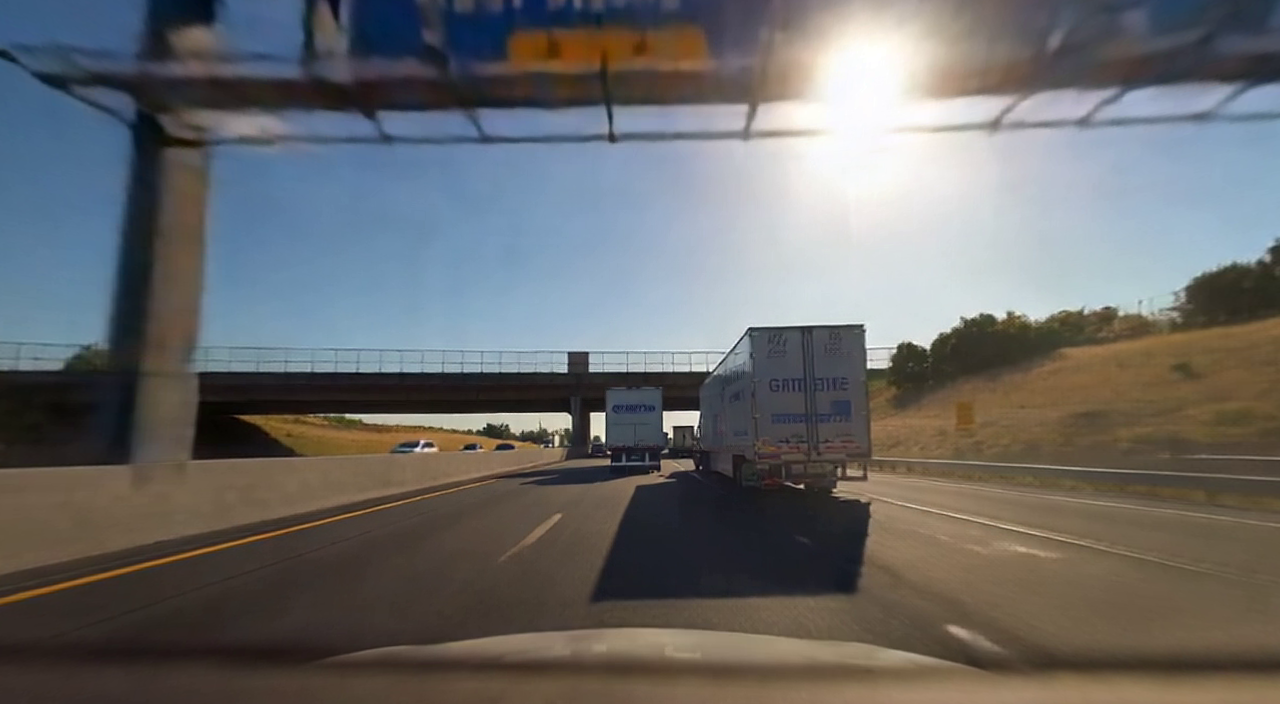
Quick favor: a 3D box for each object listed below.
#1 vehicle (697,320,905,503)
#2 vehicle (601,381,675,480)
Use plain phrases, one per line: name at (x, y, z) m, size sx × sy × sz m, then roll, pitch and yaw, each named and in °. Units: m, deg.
vehicle at (4.243, 2.383, 21.411) m, size 3.044 × 4.128 × 14.482 m, roll 0°, pitch -9°, yaw -1°
vehicle at (-0.095, 3.782, 29.404) m, size 2.864 × 3.805 × 9.709 m, roll 0°, pitch -9°, yaw 0°
